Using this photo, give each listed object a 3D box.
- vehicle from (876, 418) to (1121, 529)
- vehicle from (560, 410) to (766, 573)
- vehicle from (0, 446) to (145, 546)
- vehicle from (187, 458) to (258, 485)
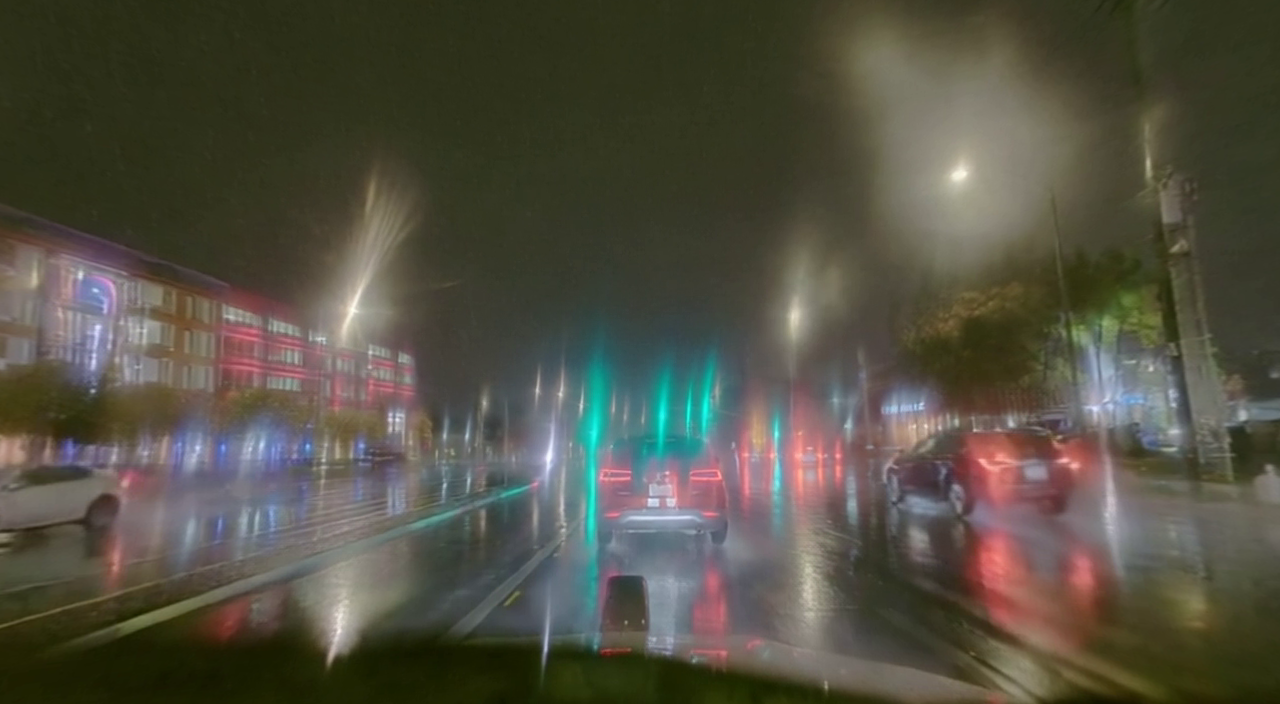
[{"bbox_3d":[6.125,2.118,11.547,2.086,1.627,4.294,-1,-8,3],"label":"vehicle"},{"bbox_3d":[0.224,1.727,8.537,2.125,1.669,3.880,0,-8,0],"label":"vehicle"},{"bbox_3d":[-12.055,2.653,11.942,1.965,1.695,4.284,0,-8,-3],"label":"vehicle"},{"bbox_3d":[-27.872,7.937,42.207,1.861,1.578,4.152,0,-8,1],"label":"vehicle"}]
